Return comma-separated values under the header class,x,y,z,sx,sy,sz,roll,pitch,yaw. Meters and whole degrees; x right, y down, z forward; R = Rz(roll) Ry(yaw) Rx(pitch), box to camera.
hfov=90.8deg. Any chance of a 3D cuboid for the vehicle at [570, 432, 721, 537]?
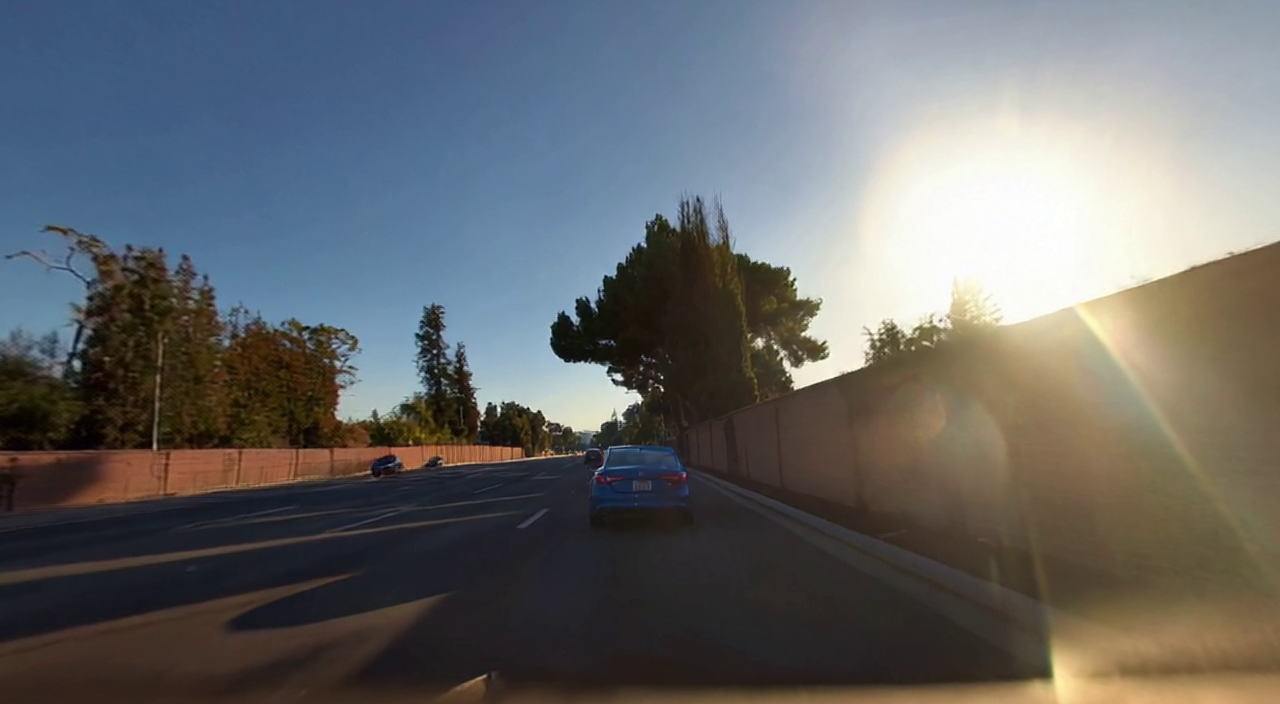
class,x,y,z,sx,sy,sz,roll,pitch,yaw
vehicle,0.063,2.254,11.415,2.205,1.509,4.272,0,-8,-1
